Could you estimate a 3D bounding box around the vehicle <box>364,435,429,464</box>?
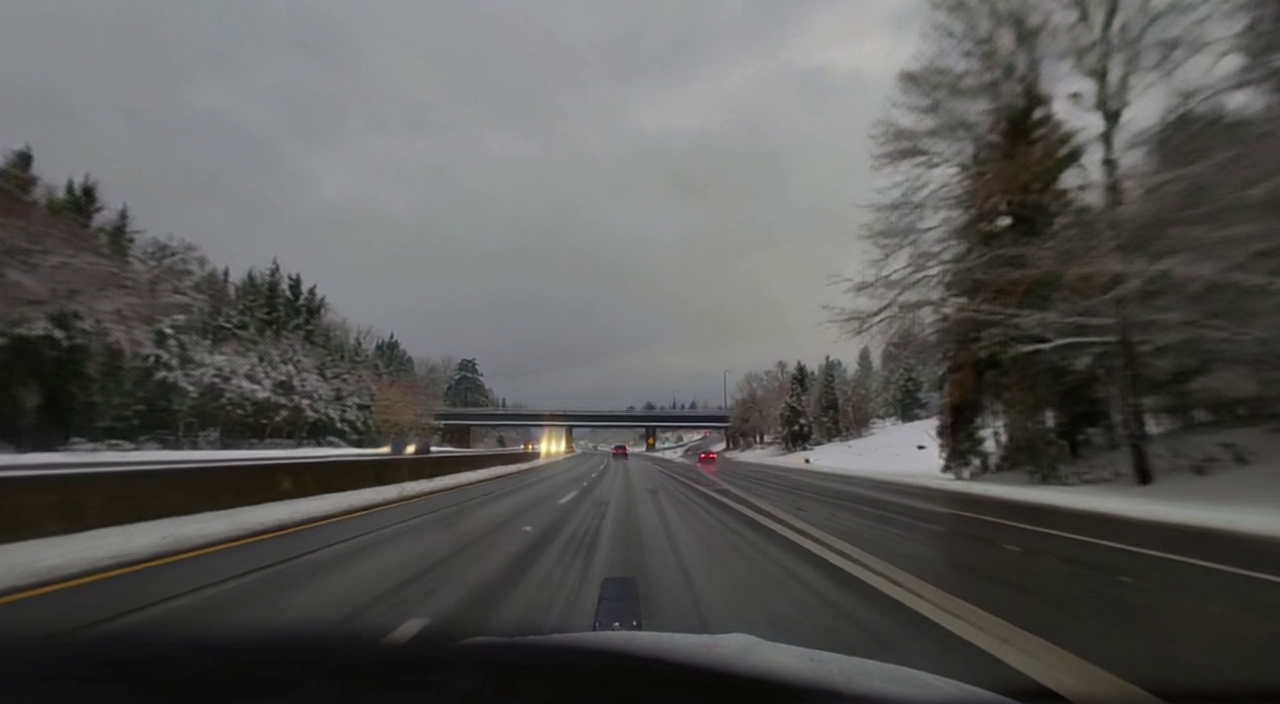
[{"bbox_3d":[-13.646,5.503,35.375,1.907,1.473,4.490,0,-9,-1],"label":"vehicle"}]
